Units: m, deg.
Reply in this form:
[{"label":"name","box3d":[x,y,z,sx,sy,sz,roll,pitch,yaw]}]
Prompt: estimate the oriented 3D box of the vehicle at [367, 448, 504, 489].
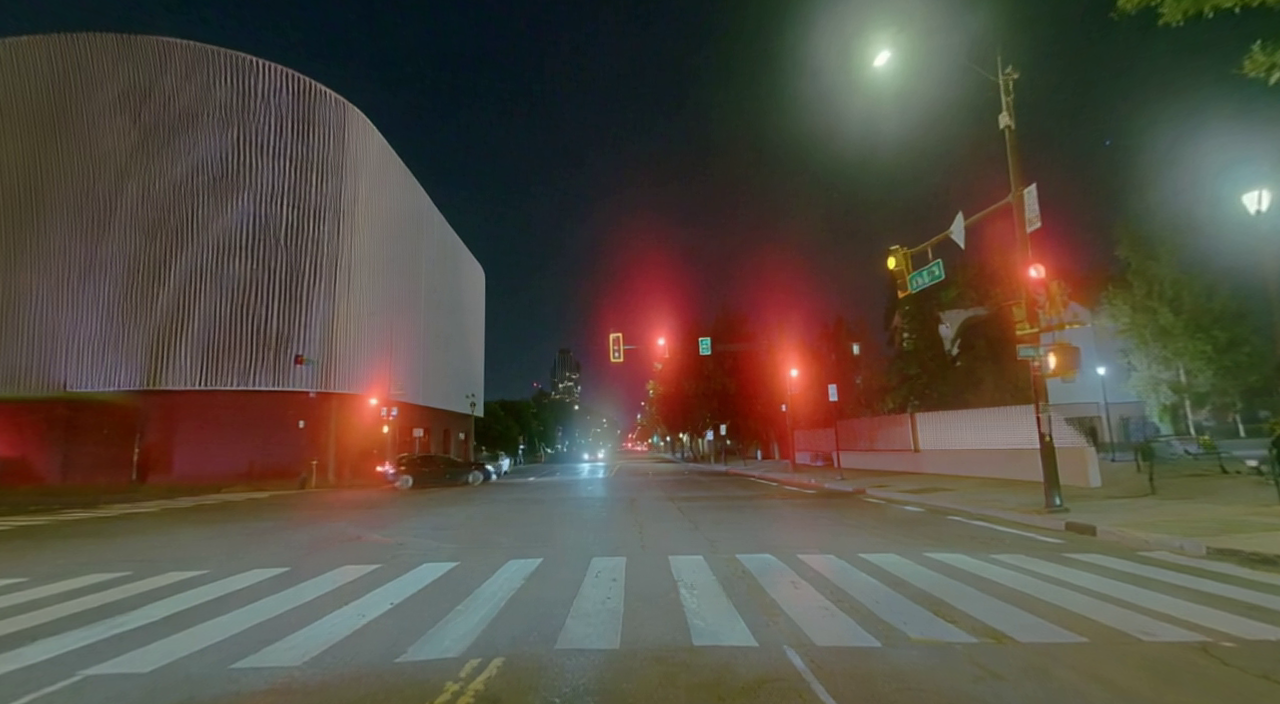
[{"label":"vehicle","box3d":[-8.229,4.658,25.697,4.833,1.452,2.088,6,-11,-36]}]
